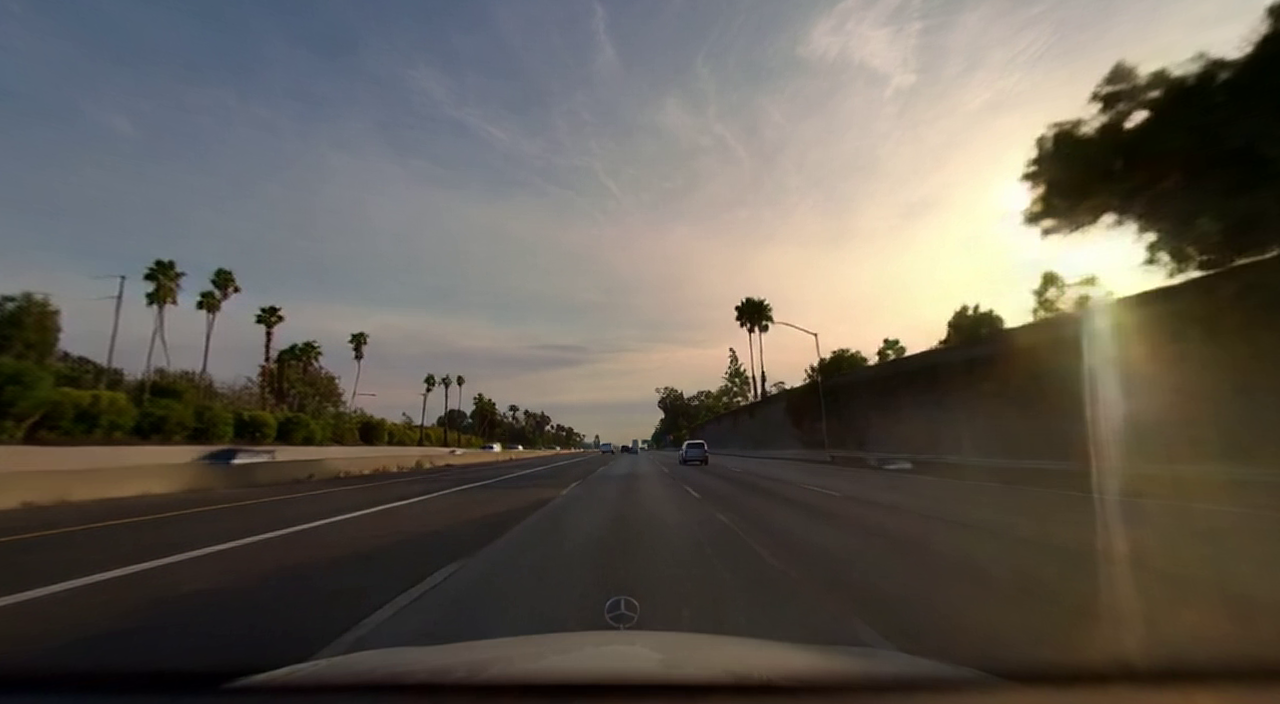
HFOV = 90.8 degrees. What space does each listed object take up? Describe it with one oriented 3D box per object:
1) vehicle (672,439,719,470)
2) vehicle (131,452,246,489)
[{"bbox_3d":[3.115,5.857,36.273,2.130,1.677,4.317,0,-9,-2],"label":"vehicle"},{"bbox_3d":[-19.710,5.154,27.829,1.851,1.458,4.336,0,-9,0],"label":"vehicle"}]
